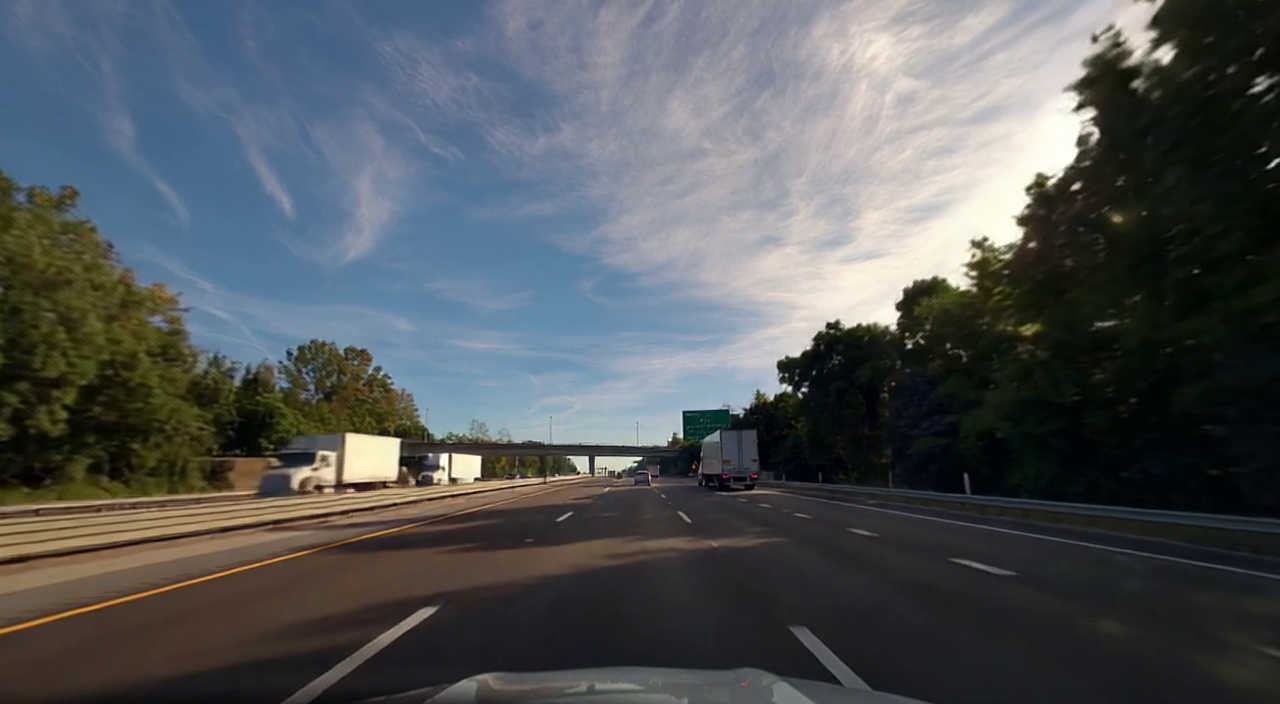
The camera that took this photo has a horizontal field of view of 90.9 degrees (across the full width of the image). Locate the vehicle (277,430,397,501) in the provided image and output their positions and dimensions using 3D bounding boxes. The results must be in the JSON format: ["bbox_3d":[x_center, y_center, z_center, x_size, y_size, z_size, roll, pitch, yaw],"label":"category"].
[{"bbox_3d":[-15.217,5.851,32.380,2.627,3.182,7.238,1,-11,-2],"label":"vehicle"}]

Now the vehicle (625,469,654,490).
[{"bbox_3d":[-0.056,9.279,46.037,2.029,1.459,3.684,1,-10,0],"label":"vehicle"}]
